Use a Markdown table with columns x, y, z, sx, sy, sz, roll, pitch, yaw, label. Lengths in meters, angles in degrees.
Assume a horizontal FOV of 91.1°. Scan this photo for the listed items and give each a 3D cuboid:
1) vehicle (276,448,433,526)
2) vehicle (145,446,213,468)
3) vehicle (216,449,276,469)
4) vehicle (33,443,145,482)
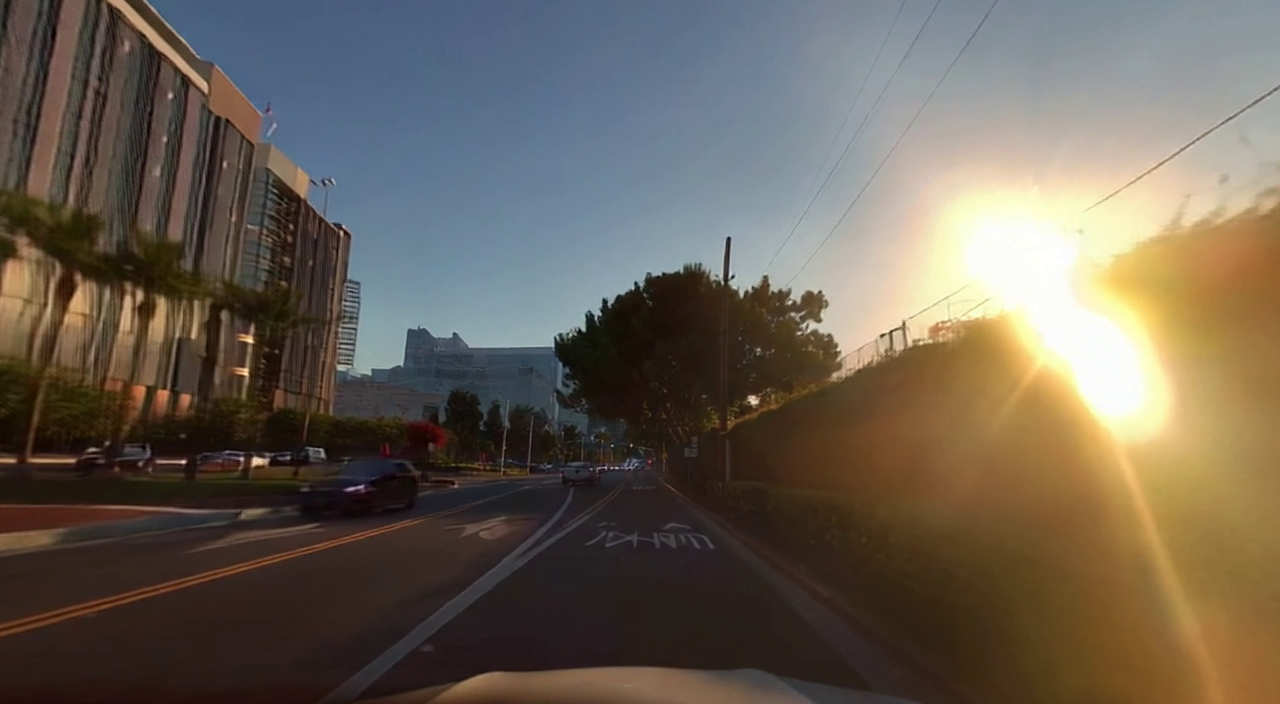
| x | y | z | sx | sy | sz | roll | pitch | yaw | label |
| --- | --- | --- | --- | --- | --- | --- | --- | --- | --- |
| -6.376 | 3.075 | 14.569 | 1.922 | 1.540 | 3.771 | 1 | -11 | -2 | vehicle |
| -32.684 | 7.453 | 44.527 | 3.977 | 1.439 | 1.775 | -3 | -11 | 20 | vehicle |
| -30.851 | 8.405 | 49.174 | 3.795 | 1.474 | 1.828 | -3 | -11 | 18 | vehicle |
| -26.152 | 5.246 | 29.822 | 4.630 | 1.710 | 2.035 | -4 | -11 | 23 | vehicle |
